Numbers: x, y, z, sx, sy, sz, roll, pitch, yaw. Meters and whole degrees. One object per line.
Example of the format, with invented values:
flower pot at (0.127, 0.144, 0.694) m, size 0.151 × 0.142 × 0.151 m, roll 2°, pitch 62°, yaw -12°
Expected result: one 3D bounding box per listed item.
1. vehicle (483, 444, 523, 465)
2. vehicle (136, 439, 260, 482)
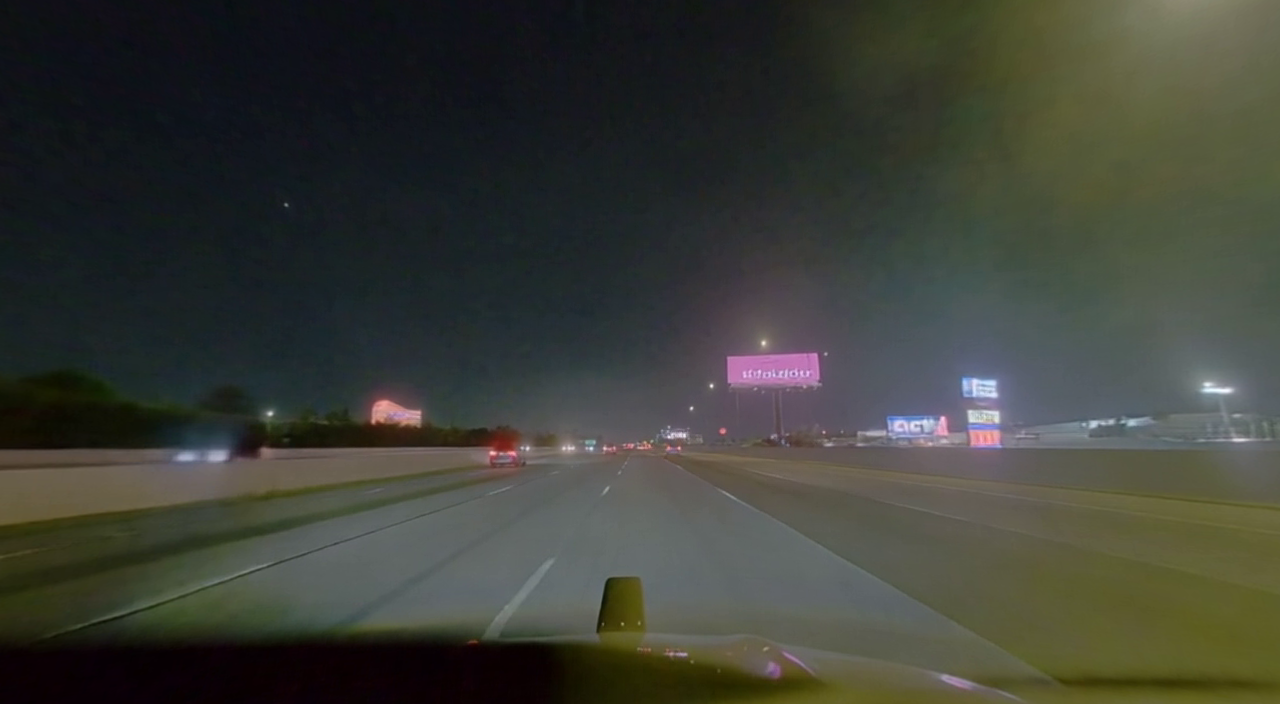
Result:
vehicle at (-10.231, 7.668, 47.200) m, size 1.974 × 1.513 × 4.584 m, roll 0°, pitch -9°, yaw 0°
vehicle at (-18.565, 4.550, 26.670) m, size 1.962 × 1.636 × 4.485 m, roll 0°, pitch -9°, yaw 1°
